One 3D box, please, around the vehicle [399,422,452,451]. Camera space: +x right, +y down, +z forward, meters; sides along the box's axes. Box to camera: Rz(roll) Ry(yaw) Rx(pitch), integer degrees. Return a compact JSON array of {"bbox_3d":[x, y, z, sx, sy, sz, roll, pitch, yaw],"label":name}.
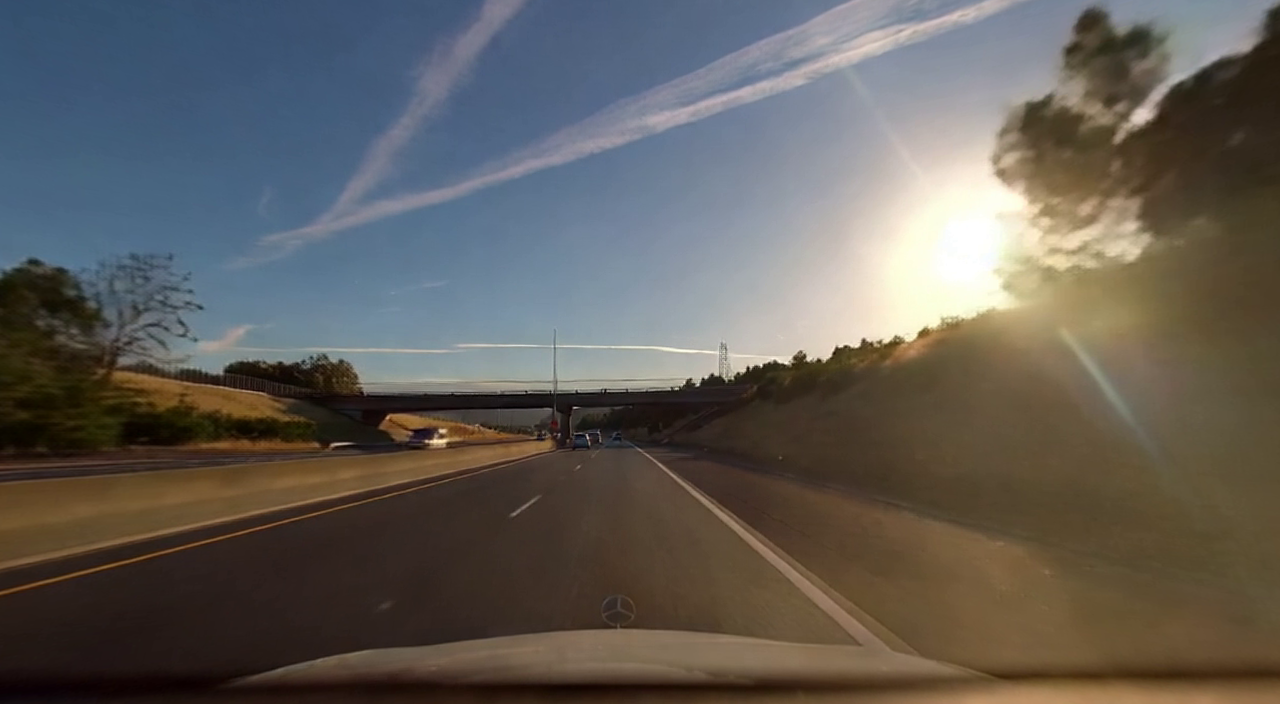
[{"bbox_3d":[-15.204,6.004,44.773,2.108,1.915,4.828,0,-8,0],"label":"vehicle"}]
